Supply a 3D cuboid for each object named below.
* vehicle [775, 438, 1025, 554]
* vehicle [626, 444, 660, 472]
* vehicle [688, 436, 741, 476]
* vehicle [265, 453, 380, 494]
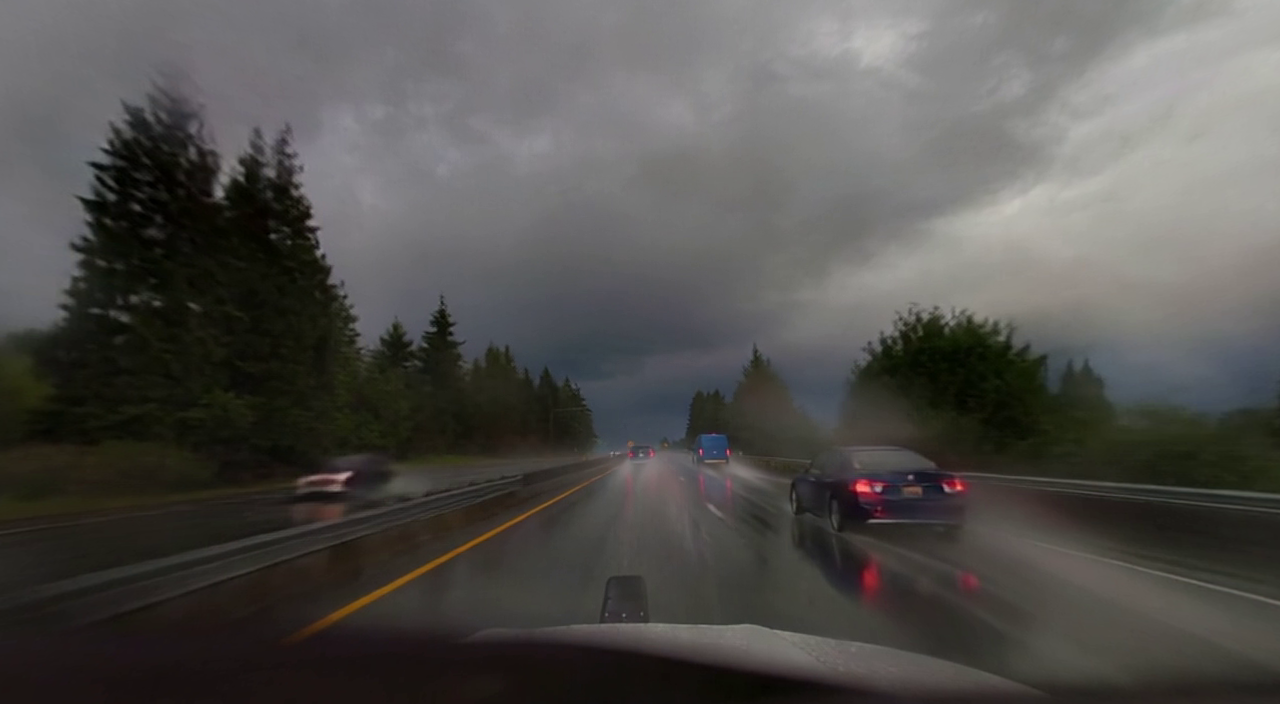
[{"bbox_3d":[3.793,2.193,10.404,2.043,1.431,4.922,0,-9,0],"label":"vehicle"},{"bbox_3d":[0.210,6.893,41.102,2.087,1.707,4.316,-1,-9,1],"label":"vehicle"},{"bbox_3d":[4.154,5.916,35.963,2.371,2.045,4.768,0,-9,0],"label":"vehicle"},{"bbox_3d":[-12.425,4.755,25.069,2.071,1.427,4.697,-1,-9,1],"label":"vehicle"}]
